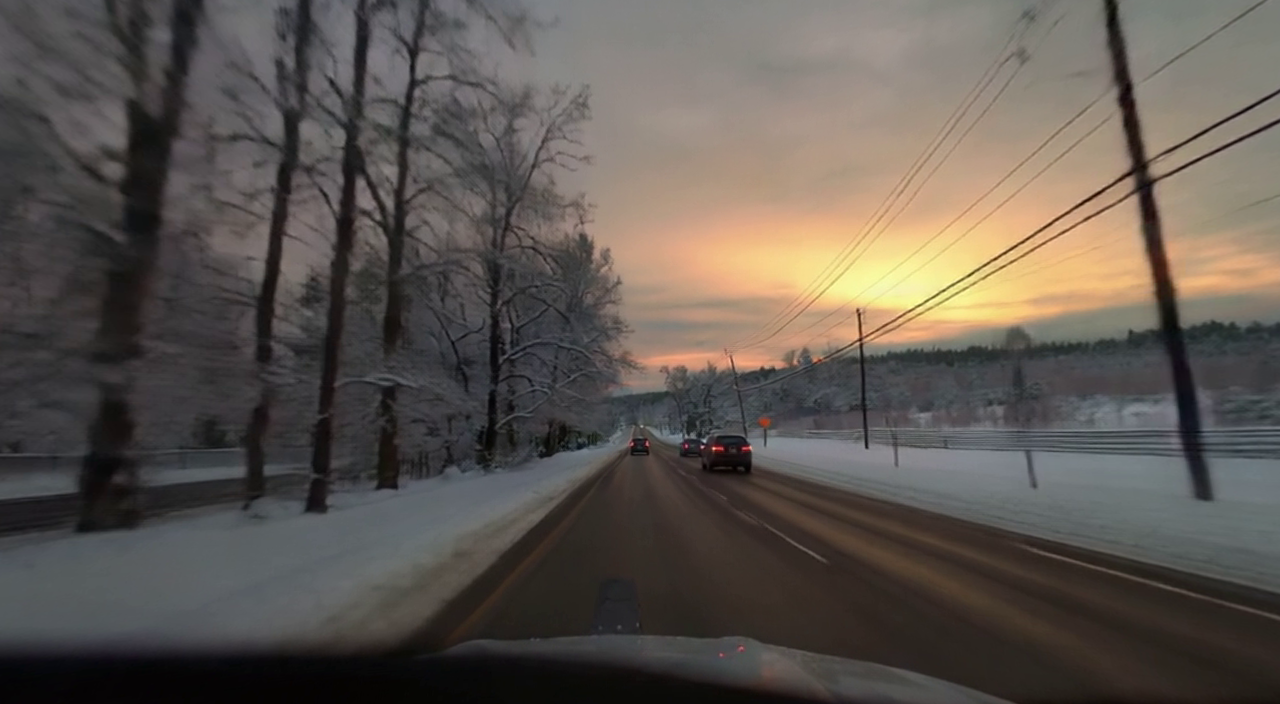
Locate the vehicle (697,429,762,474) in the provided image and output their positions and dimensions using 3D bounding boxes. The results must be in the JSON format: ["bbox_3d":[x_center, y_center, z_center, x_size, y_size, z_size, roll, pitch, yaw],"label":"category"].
[{"bbox_3d":[3.917,4.474,28.540,2.112,1.825,4.574,0,-8,-2],"label":"vehicle"}]
